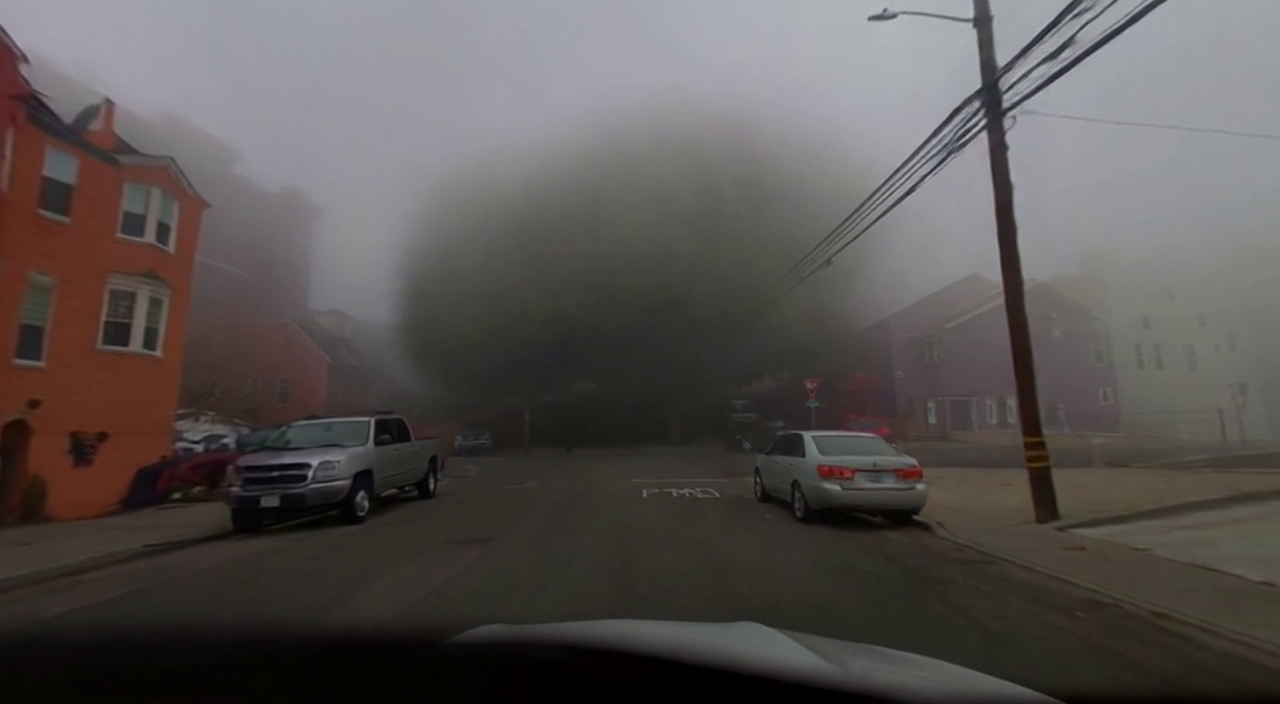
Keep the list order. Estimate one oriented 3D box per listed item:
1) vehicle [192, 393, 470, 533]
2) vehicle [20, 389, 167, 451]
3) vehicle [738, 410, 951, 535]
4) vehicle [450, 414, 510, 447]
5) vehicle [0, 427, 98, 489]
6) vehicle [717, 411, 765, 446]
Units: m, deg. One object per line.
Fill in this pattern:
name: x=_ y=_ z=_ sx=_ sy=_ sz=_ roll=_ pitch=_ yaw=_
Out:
vehicle: x=-5.498 y=2.097 z=12.681 sx=2.480 sy=2.084 sz=6.353 roll=1 pitch=-8 yaw=-1
vehicle: x=-31.252 y=3.768 z=36.409 sx=2.473 sy=2.922 sz=6.719 roll=0 pitch=0 yaw=3
vehicle: x=3.408 y=2.115 z=11.768 sx=2.109 sy=1.811 sz=4.886 roll=1 pitch=-8 yaw=-3
vehicle: x=-9.144 y=4.584 z=36.411 sx=2.091 sy=1.760 sz=4.760 roll=0 pitch=-8 yaw=1
vehicle: x=-19.184 y=3.139 z=18.859 sx=1.906 sy=1.718 sz=4.449 roll=1 pitch=-6 yaw=-1
vehicle: x=5.729 y=4.367 z=36.259 sx=2.081 sy=1.891 sz=4.367 roll=1 pitch=-6 yaw=1
